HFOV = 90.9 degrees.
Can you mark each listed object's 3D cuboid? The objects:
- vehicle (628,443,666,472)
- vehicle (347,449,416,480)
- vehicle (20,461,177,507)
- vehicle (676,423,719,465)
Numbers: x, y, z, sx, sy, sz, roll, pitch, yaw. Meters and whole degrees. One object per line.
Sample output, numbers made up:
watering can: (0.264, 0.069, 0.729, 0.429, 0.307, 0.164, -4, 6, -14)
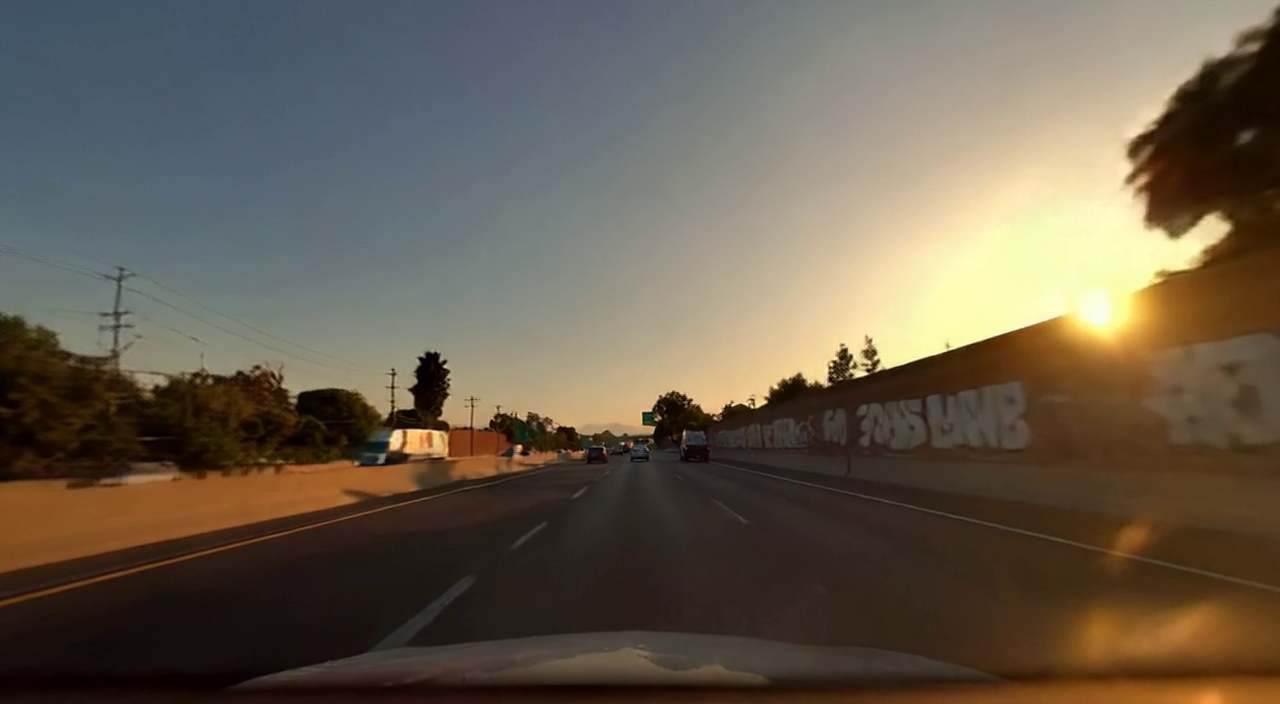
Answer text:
vehicle: (0.343, 5.813, 34.866, 2.009, 1.506, 4.091, 0, -9, -1)
vehicle: (-13.115, 5.706, 32.271, 1.788, 1.470, 4.039, 0, -9, 0)
vehicle: (-20.243, 4.917, 23.872, 1.843, 1.479, 4.544, -1, -9, 1)
vehicle: (4.254, 7.015, 47.906, 2.549, 2.931, 6.310, 0, -9, -1)
